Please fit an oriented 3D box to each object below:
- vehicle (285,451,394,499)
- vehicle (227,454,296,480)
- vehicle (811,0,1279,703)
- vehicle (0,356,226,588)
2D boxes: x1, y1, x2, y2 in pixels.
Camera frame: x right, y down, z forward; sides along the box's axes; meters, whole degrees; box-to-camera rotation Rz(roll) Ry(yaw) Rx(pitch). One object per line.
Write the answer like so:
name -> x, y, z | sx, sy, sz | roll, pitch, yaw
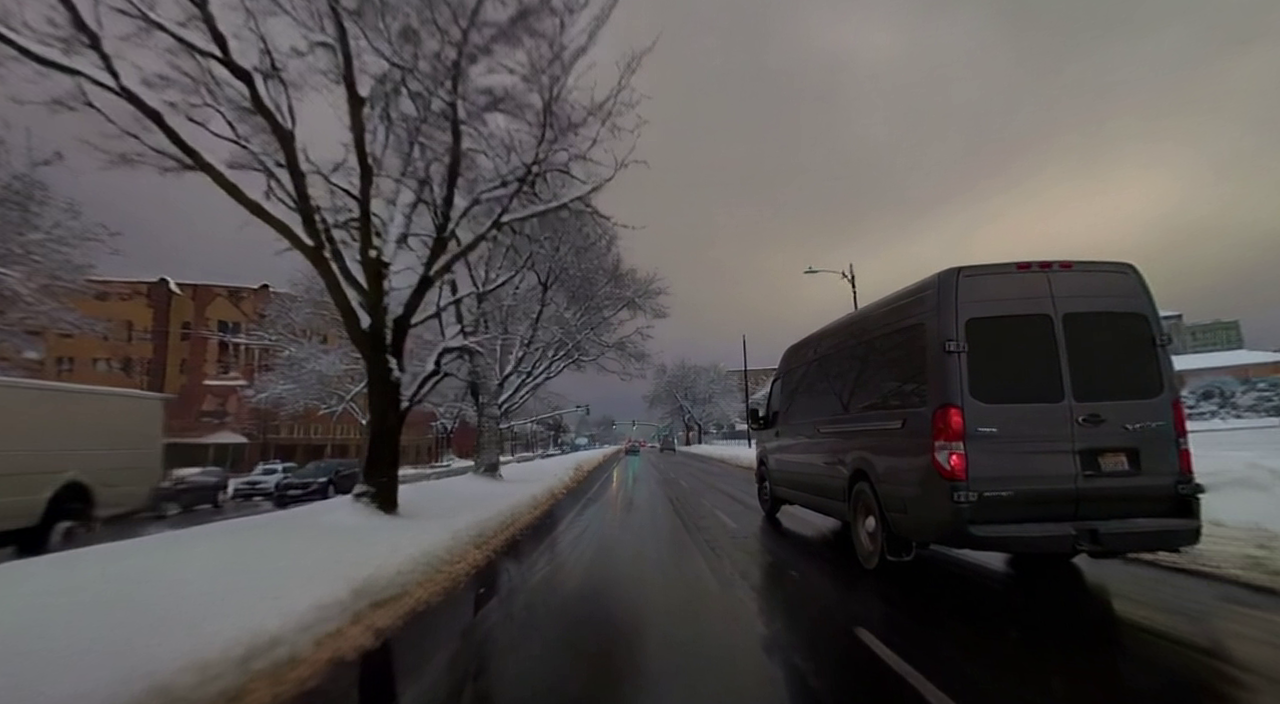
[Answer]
vehicle -> -13.786, 5.652, 29.539 | 2.290, 1.943, 5.833 | 0, -9, -1
vehicle -> -28.313, 8.652, 47.515 | 1.978, 1.781, 4.917 | -3, -11, 3
vehicle -> 3.967, 0.230, 3.938 | 2.731, 3.407, 10.262 | 0, -9, -1
vehicle -> -10.255, 1.651, 8.663 | 3.257, 3.085, 9.164 | 0, -9, -3
